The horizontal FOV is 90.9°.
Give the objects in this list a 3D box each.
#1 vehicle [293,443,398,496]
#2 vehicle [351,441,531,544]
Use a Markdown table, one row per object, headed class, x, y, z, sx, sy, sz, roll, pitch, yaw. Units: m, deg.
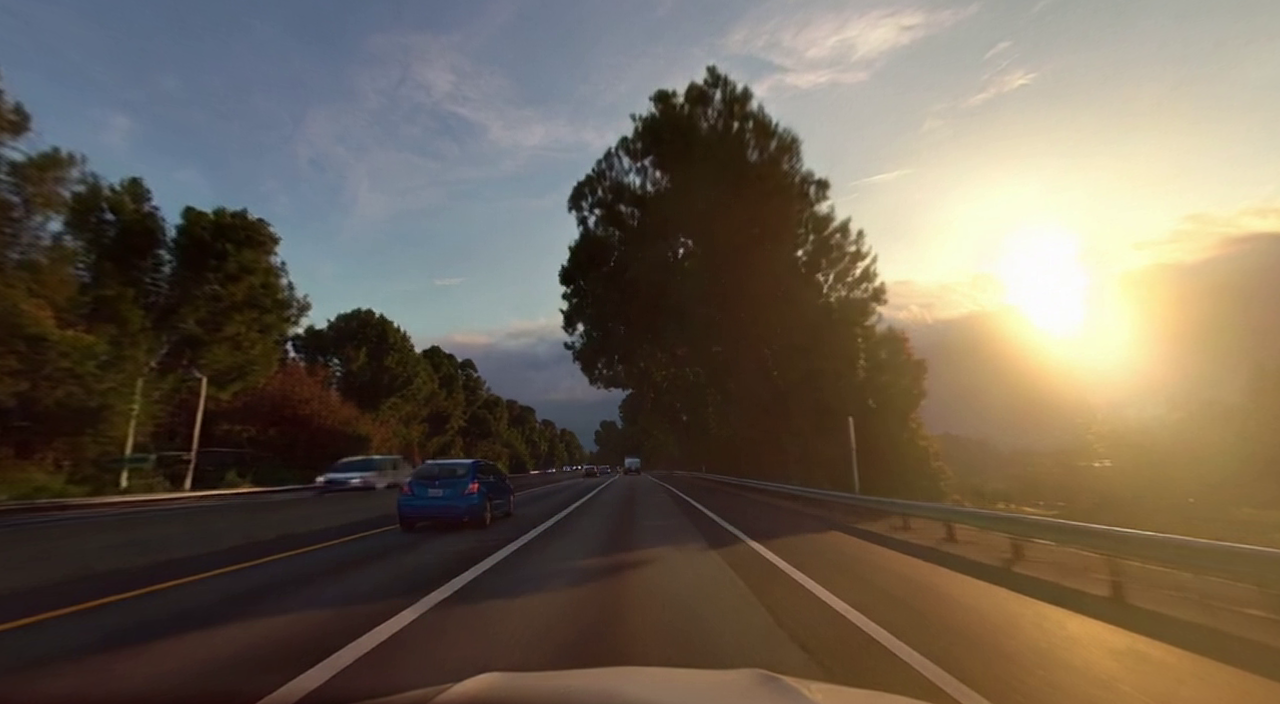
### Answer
| class | x | y | z | sx | sy | sz | roll | pitch | yaw |
| --- | --- | --- | --- | --- | --- | --- | --- | --- | --- |
| vehicle | -13.537 | 5.490 | 29.483 | 2.322 | 2.195 | 5.350 | 1 | -10 | -1 |
| vehicle | -3.746 | 2.783 | 12.957 | 2.123 | 1.666 | 4.709 | 1 | -10 | 0 |
